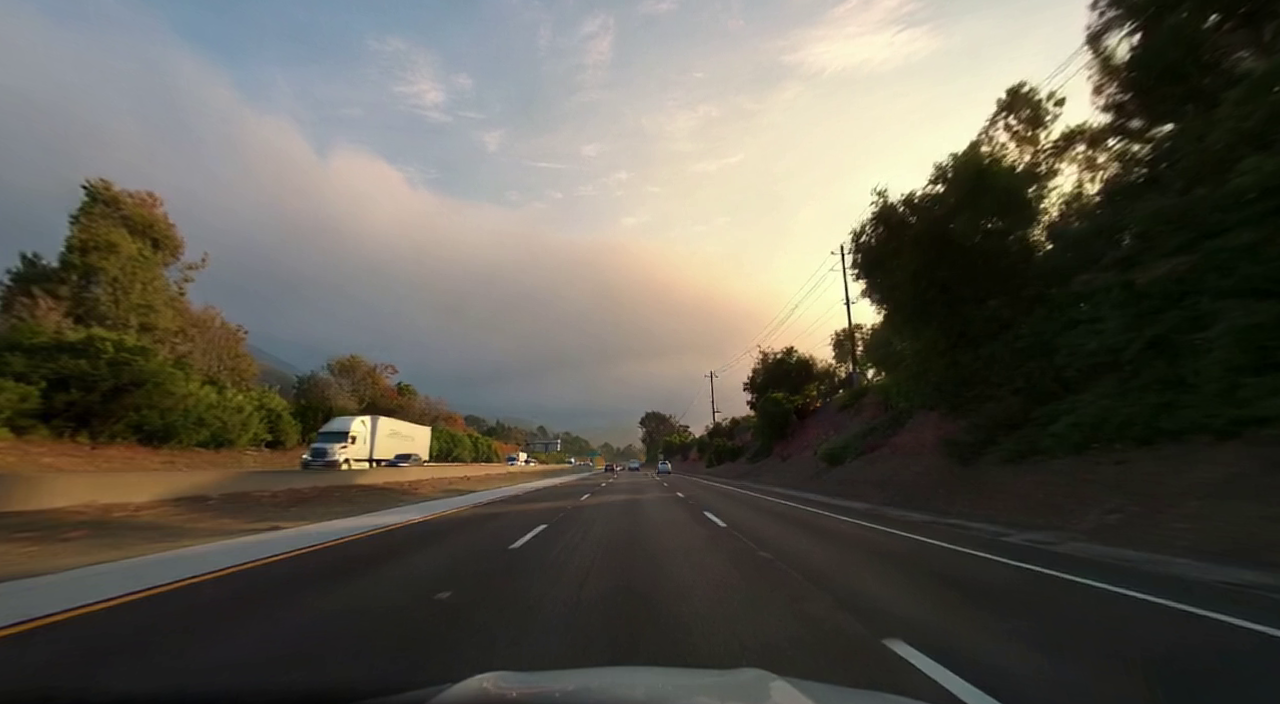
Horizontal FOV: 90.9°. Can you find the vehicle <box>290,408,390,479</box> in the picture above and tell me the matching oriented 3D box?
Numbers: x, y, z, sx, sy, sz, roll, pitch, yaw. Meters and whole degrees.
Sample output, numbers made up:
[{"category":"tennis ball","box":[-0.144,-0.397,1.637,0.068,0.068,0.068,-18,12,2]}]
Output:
[{"category":"vehicle","box":[-17.939,5.649,38.209,2.967,3.923,5.931,1,-10,-1]}]

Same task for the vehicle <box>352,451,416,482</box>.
[{"category":"vehicle","box":[-12.995,5.876,32.221,1.691,1.457,3.627,1,-10,1]}]
